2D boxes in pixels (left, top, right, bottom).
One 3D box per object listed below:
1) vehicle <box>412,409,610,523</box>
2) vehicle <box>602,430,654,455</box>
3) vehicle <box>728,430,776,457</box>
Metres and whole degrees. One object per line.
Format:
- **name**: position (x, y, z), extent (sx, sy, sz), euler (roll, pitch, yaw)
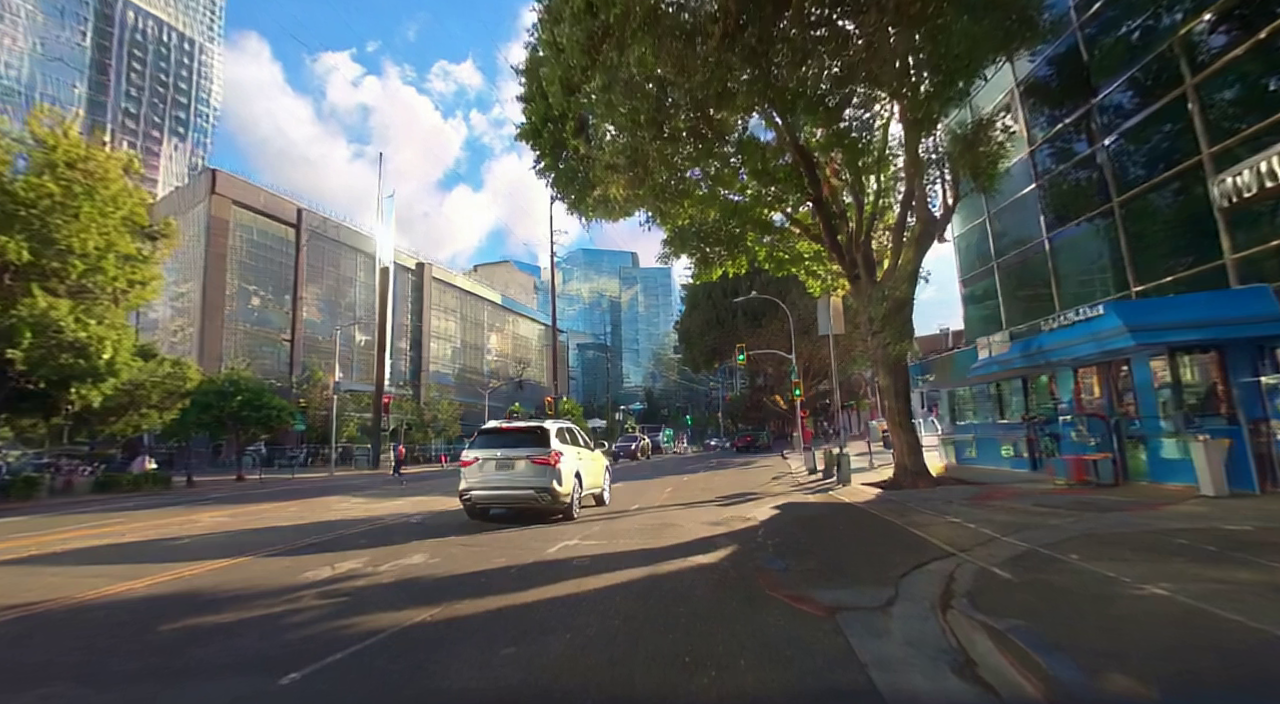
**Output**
- **vehicle**: position (-2.127, 2.071, 11.981), extent (2.101, 1.721, 4.364), euler (-2, -8, 11)
- **vehicle**: position (-0.760, 6.428, 44.916), extent (2.017, 1.684, 4.483), euler (-4, -9, 23)
- **vehicle**: position (6.718, 5.435, 37.447), extent (2.006, 1.470, 4.099), euler (-3, -9, 21)
